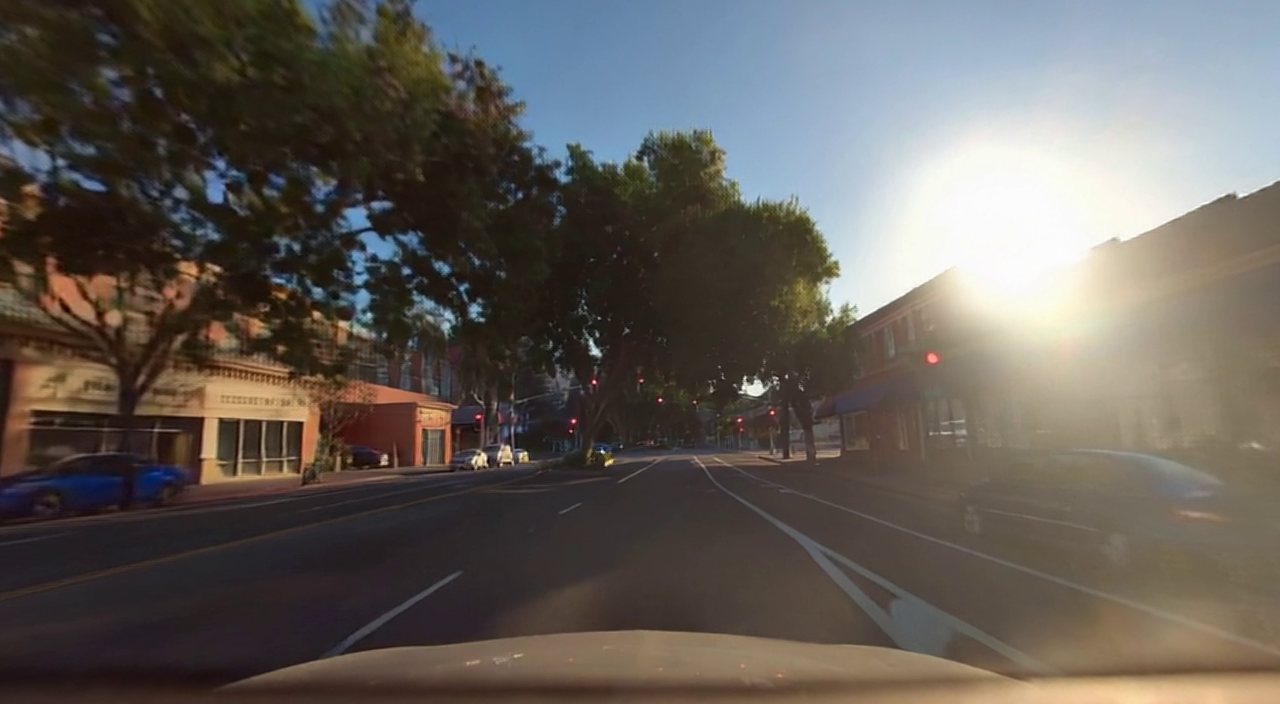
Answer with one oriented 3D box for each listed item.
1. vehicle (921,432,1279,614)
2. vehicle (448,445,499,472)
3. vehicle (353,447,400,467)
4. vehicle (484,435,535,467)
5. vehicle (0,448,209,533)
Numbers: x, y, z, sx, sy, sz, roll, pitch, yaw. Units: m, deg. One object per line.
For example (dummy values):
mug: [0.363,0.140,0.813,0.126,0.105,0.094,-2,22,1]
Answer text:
vehicle: [5.706,1.802,7.916,2.010,1.473,5.353,0,-8,1]
vehicle: [-10.253,6.565,39.168,1.868,1.520,3.796,-1,-8,3]
vehicle: [-20.746,8.245,49.877,1.788,1.487,3.880,0,-8,3]
vehicle: [-9.552,7.296,46.667,2.268,2.181,5.482,-1,-8,4]
vehicle: [-12.248,2.869,13.840,1.894,1.493,4.902,-1,-8,5]
